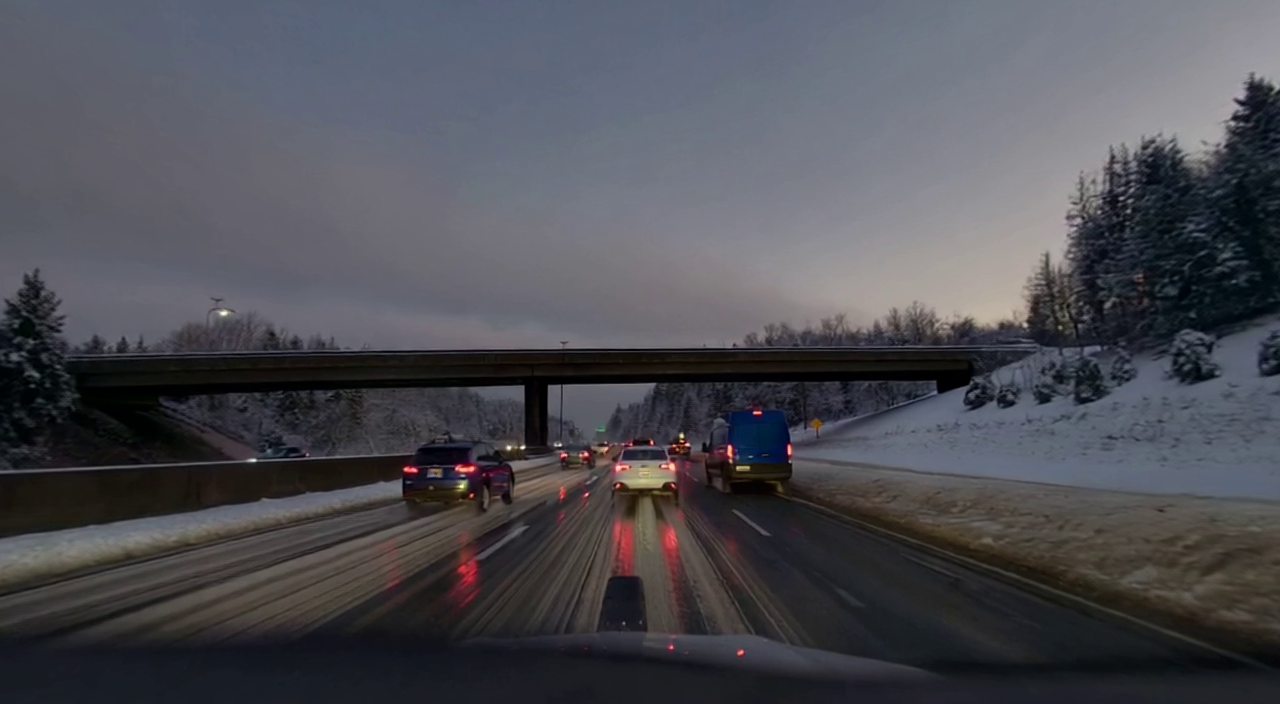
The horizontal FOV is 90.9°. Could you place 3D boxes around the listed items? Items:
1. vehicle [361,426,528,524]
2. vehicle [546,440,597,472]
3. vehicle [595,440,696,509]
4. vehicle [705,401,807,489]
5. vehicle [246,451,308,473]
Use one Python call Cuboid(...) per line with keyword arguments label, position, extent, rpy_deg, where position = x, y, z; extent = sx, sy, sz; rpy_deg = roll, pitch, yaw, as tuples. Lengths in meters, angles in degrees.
Cuboid(label="vehicle", position=(-3.858, 2.507, 13.397), extent=(2.078, 1.706, 4.298), rpy_deg=(0, -8, 1))
Cuboid(label="vehicle", position=(-3.781, 5.865, 35.671), extent=(2.258, 1.655, 4.397), rpy_deg=(0, -8, 1))
Cuboid(label="vehicle", position=(0.092, 2.961, 15.702), extent=(2.174, 1.467, 4.005), rpy_deg=(0, -8, -1))
Cuboid(label="vehicle", position=(3.991, 3.410, 23.245), extent=(2.436, 2.745, 6.607), rpy_deg=(0, -8, -1))
Cuboid(label="vehicle", position=(-26.470, 8.025, 46.154), extent=(1.874, 1.448, 4.436), rpy_deg=(0, -9, 1))
